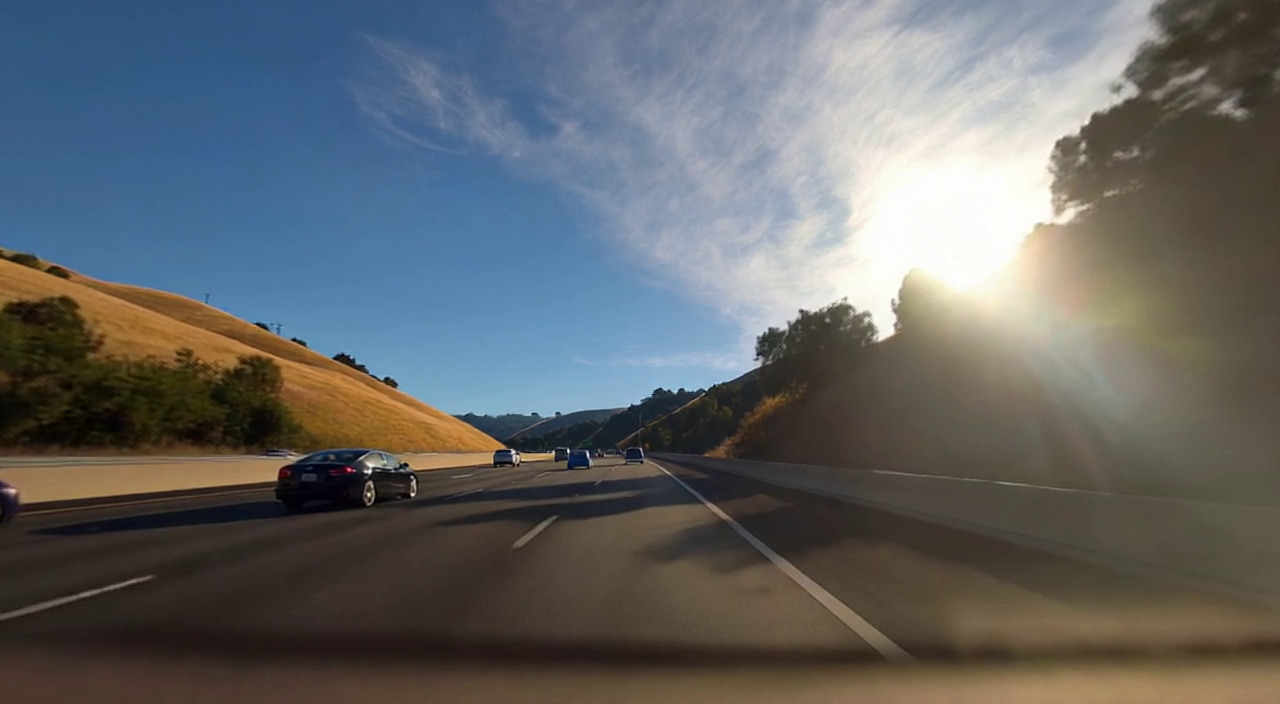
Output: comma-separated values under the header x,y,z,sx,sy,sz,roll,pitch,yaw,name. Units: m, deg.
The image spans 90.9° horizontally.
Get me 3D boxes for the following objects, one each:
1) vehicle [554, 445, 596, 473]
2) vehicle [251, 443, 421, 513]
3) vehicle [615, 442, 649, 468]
x,y,z,sx,sy,sz,roll,pitch,yaw,name
-3.880,6.457,38.296,2.144,1.505,4.649,0,-8,-1,vehicle
-7.182,2.984,15.505,1.991,1.441,4.265,0,-8,1,vehicle
-0.594,7.076,43.458,2.225,1.674,4.044,0,-8,-2,vehicle
